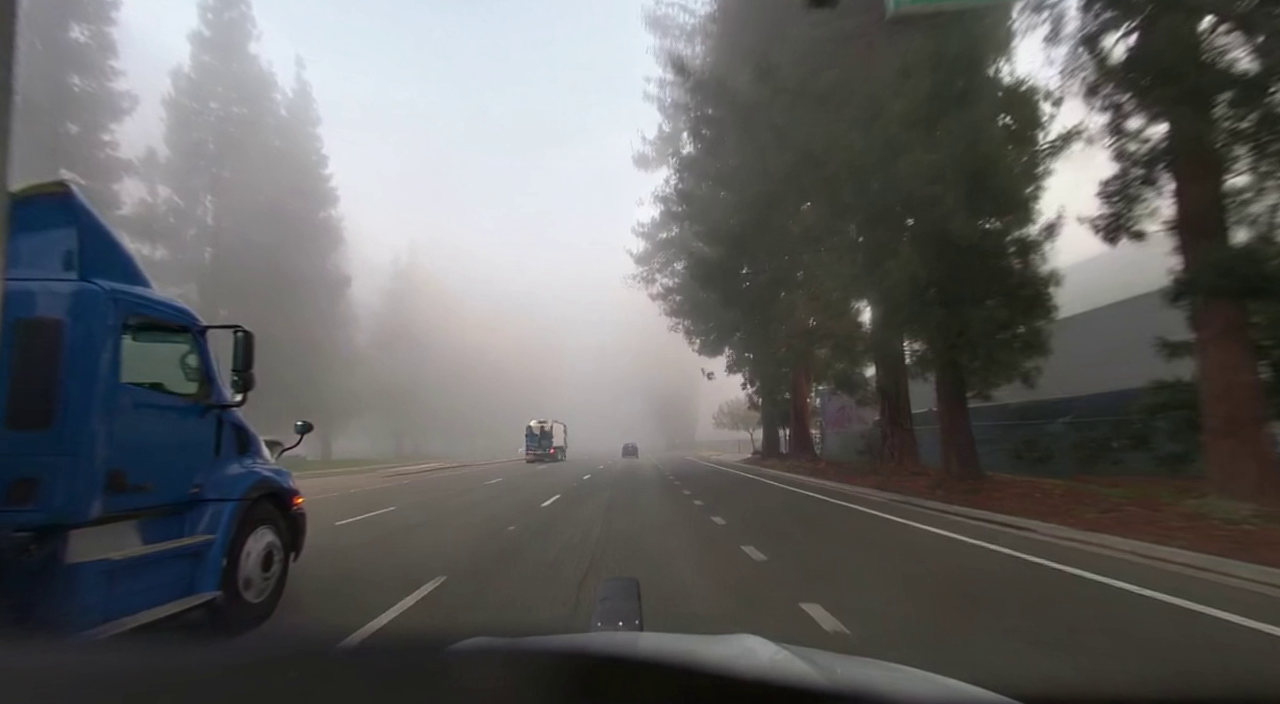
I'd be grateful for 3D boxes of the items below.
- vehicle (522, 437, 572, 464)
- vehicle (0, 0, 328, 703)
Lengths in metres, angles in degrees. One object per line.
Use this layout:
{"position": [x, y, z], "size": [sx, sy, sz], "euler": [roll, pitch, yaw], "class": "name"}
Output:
{"position": [-6.878, 7.408, 47.683], "size": [2.743, 1.832, 7.257], "euler": [0, -8, 0], "class": "vehicle"}
{"position": [-3.606, -0.202, 0.118], "size": [2.910, 3.419, 8.376], "euler": [0, -8, -1], "class": "vehicle"}
